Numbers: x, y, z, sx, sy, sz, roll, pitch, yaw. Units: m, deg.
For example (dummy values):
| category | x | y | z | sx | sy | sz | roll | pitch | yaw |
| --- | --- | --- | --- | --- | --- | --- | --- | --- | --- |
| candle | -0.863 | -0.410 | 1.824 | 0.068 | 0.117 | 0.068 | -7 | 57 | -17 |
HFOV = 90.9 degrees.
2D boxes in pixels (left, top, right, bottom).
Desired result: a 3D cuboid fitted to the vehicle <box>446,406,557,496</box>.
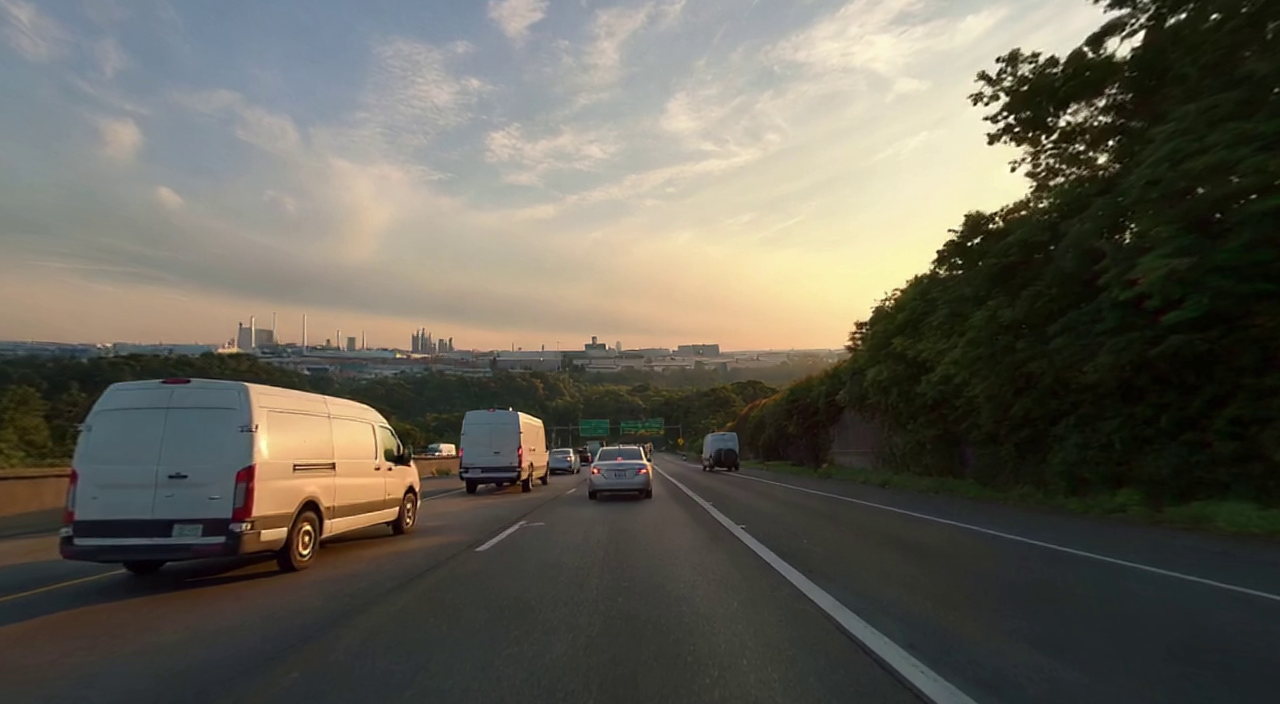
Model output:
| category | x | y | z | sx | sy | sz | roll | pitch | yaw |
| --- | --- | --- | --- | --- | --- | --- | --- | --- | --- |
| vehicle | -4.528 | 3.444 | 21.992 | 2.248 | 2.626 | 6.837 | 0 | -9 | 0 |

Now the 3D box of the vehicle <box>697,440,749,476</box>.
| category | x | y | z | sx | sy | sz | roll | pitch | yaw |
| --- | --- | --- | --- | --- | --- | --- | --- | --- | --- |
| vehicle | 4.232 | 5.487 | 32.754 | 2.003 | 1.754 | 4.134 | 0 | -9 | -2 |

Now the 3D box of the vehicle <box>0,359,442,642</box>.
| category | x | y | z | sx | sy | sz | roll | pitch | yaw |
| --- | --- | --- | --- | --- | --- | --- | --- | --- | --- |
| vehicle | -4.053 | 1.358 | 6.706 | 2.253 | 1.892 | 4.823 | 0 | -9 | 1 |

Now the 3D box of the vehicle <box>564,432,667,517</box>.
| category | x | y | z | sx | sy | sz | roll | pitch | yaw |
| --- | --- | --- | --- | --- | --- | --- | --- | --- | --- |
| vehicle | -0.492 | 2.774 | 14.690 | 2.093 | 1.695 | 3.782 | 0 | -9 | 0 |
